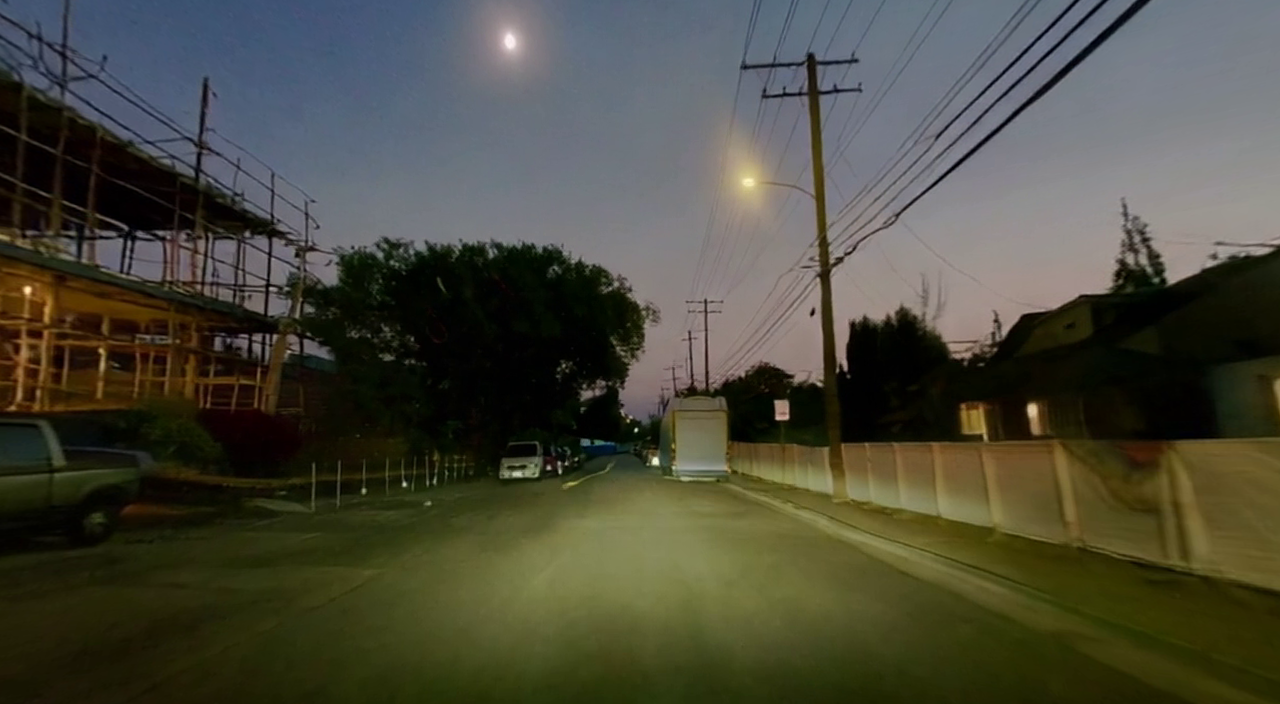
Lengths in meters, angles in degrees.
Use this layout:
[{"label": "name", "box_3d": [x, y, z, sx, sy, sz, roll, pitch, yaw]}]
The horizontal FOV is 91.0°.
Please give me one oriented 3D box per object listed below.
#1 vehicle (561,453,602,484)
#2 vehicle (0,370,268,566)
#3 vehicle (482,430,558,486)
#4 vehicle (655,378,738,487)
[{"label": "vehicle", "box_3d": [-3.981, 8.040, 43.697, 2.257, 1.916, 5.089, 0, -9, 1]}, {"label": "vehicle", "box_3d": [-7.276, 1.260, 7.006, 2.238, 1.895, 5.648, -1, -9, 8]}, {"label": "vehicle", "box_3d": [-5.001, 4.435, 27.013, 2.171, 1.910, 4.789, -1, -4, 2]}, {"label": "vehicle", "box_3d": [2.176, 3.757, 27.399, 2.915, 3.793, 9.963, 1, -11, 2]}]
